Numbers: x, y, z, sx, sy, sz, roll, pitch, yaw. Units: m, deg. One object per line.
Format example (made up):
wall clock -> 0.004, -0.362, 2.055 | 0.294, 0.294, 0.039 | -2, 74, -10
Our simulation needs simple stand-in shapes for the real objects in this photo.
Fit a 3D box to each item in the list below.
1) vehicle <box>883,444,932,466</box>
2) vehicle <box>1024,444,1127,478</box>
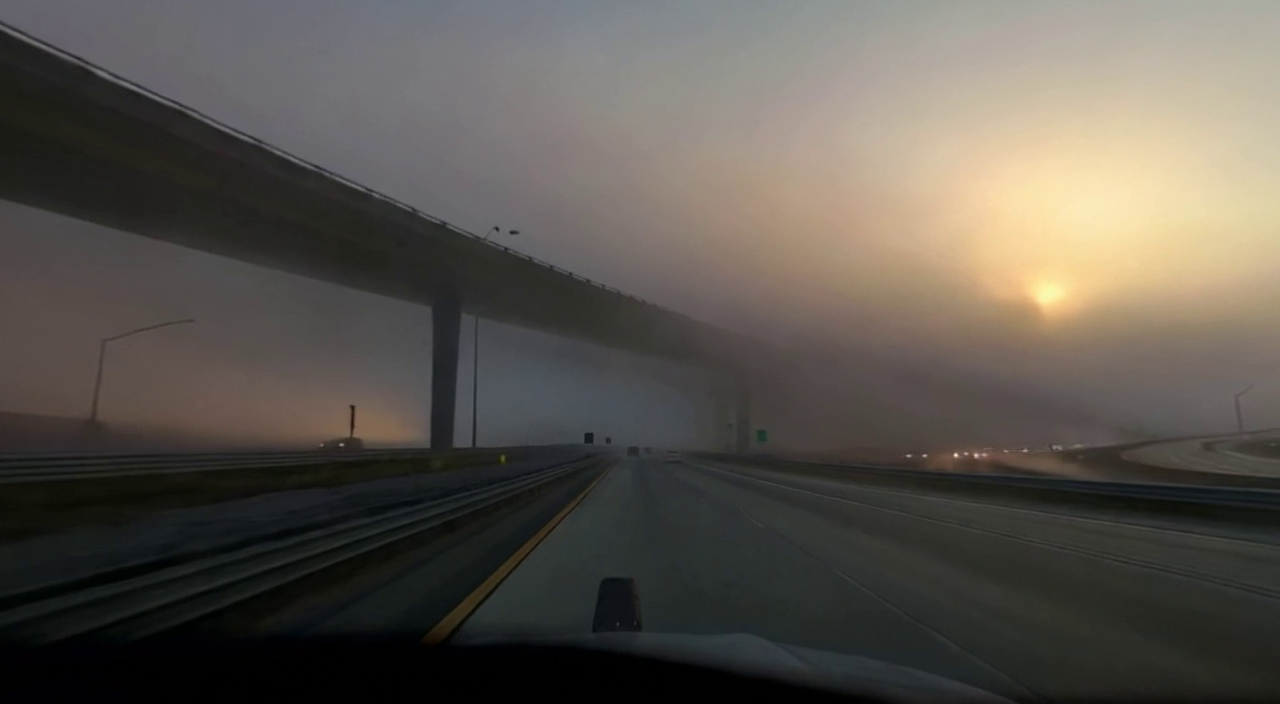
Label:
vehicle -> 20.721, 7.976, 49.074 | 1.924, 1.594, 4.293 | -1, -8, 0
vehicle -> 21.153, 5.296, 30.956 | 1.885, 1.510, 4.372 | 0, -9, 0
